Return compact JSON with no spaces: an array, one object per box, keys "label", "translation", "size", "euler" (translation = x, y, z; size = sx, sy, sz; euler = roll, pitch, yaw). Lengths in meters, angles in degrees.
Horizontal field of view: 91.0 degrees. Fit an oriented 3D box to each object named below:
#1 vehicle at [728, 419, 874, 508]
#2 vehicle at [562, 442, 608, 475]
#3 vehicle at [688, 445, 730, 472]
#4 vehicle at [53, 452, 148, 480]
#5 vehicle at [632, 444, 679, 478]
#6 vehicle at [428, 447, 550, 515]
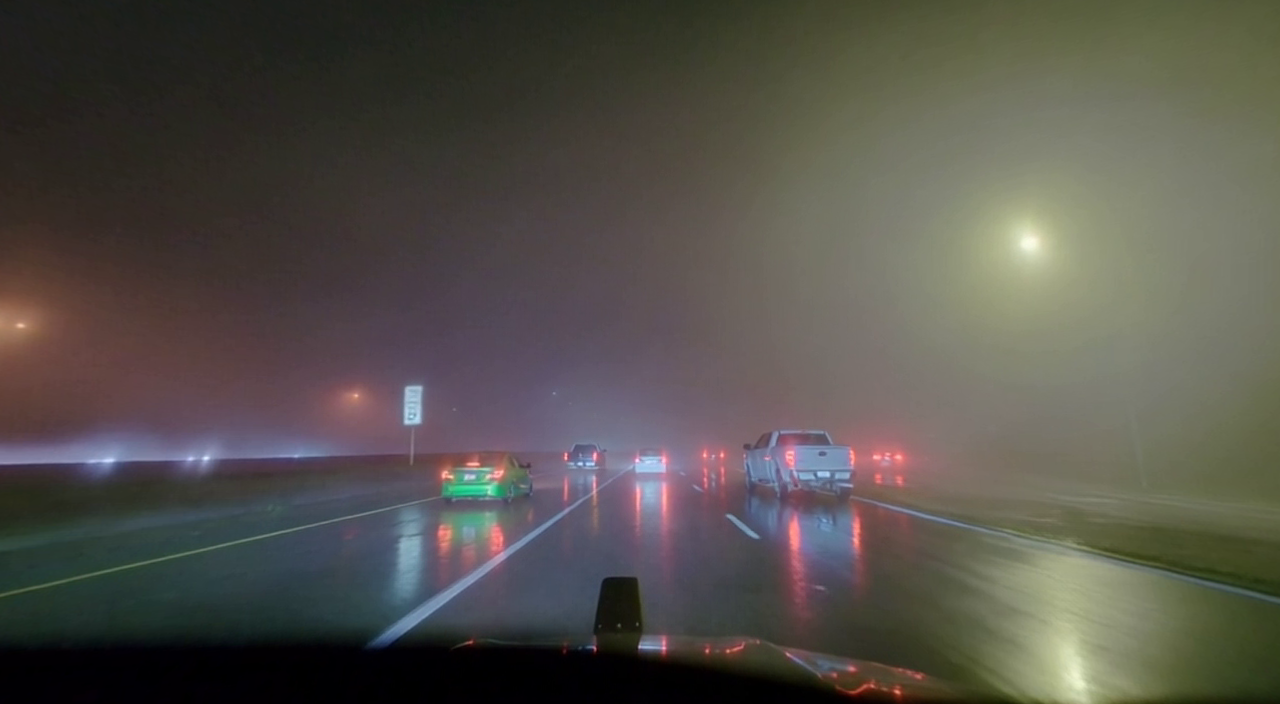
[{"label":"vehicle","translation":[3.933,2.876,16.682],"size":[2.340,1.925,5.529],"euler":[0,-9,-1]},{"label":"vehicle","translation":[-3.144,6.189,36.844],"size":[2.176,1.783,4.799],"euler":[0,-9,1]},{"label":"vehicle","translation":[4.413,6.875,40.936],"size":[2.145,1.636,4.437],"euler":[0,-9,-1]},{"label":"vehicle","translation":[-34.139,7.224,40.069],"size":[1.899,1.593,4.669],"euler":[0,-9,0]},{"label":"vehicle","translation":[0.727,5.347,31.171],"size":[2.147,1.572,4.094],"euler":[0,-9,0]},{"label":"vehicle","translation":[-3.586,3.120,15.809],"size":[1.947,1.424,4.264],"euler":[0,-9,1]}]
